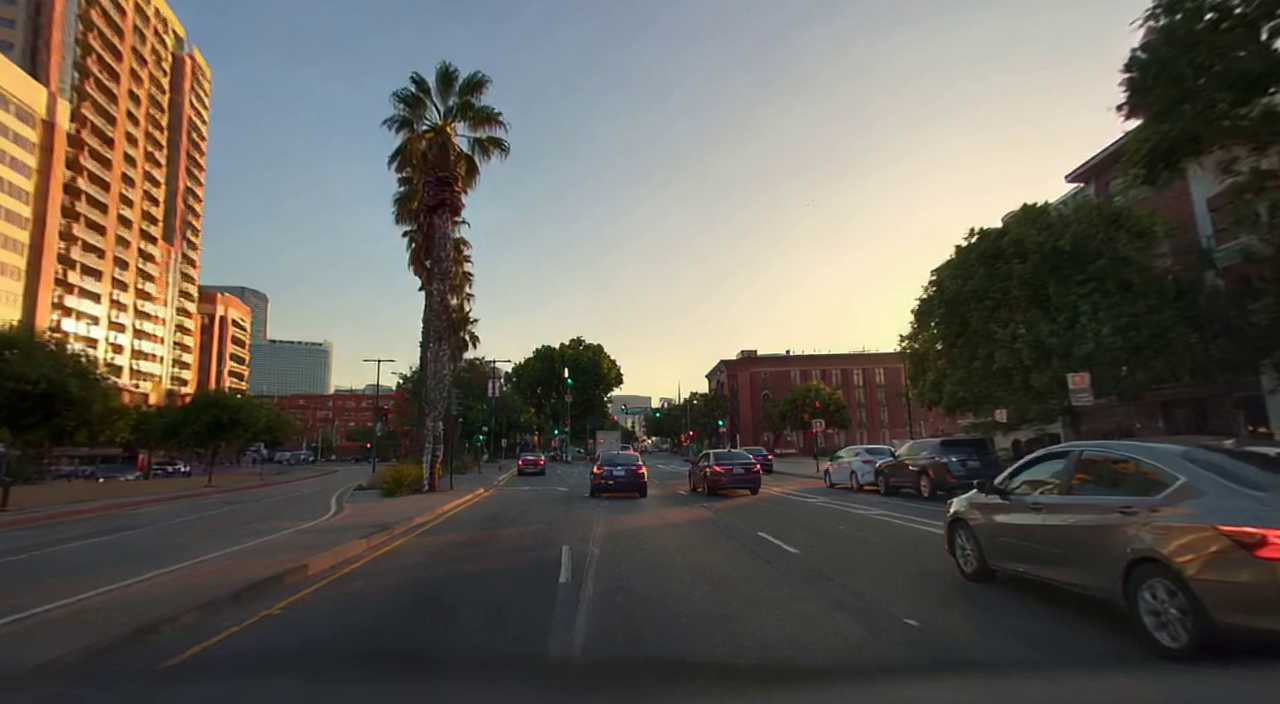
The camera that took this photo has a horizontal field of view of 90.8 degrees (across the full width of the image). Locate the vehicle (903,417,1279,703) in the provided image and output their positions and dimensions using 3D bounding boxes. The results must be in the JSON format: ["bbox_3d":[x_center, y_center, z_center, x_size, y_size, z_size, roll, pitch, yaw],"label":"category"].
[{"bbox_3d":[3.907,1.318,4.690,1.920,1.490,4.417,0,-9,-1],"label":"vehicle"}]

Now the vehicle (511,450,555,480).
[{"bbox_3d":[-5.748,6.109,34.490,1.977,1.501,4.435,0,-9,-5],"label":"vehicle"}]

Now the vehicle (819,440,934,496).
[{"bbox_3d":[8.025,3.967,21.966,1.946,1.715,4.365,1,-9,-5],"label":"vehicle"}]

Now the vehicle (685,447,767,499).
[{"bbox_3d":[2.686,3.864,20.603,1.909,1.500,3.524,1,-9,-5],"label":"vehicle"}]

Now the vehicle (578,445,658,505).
[{"bbox_3d":[-0.670,3.469,18.214,2.048,1.503,3.681,0,-9,-3],"label":"vehicle"}]
